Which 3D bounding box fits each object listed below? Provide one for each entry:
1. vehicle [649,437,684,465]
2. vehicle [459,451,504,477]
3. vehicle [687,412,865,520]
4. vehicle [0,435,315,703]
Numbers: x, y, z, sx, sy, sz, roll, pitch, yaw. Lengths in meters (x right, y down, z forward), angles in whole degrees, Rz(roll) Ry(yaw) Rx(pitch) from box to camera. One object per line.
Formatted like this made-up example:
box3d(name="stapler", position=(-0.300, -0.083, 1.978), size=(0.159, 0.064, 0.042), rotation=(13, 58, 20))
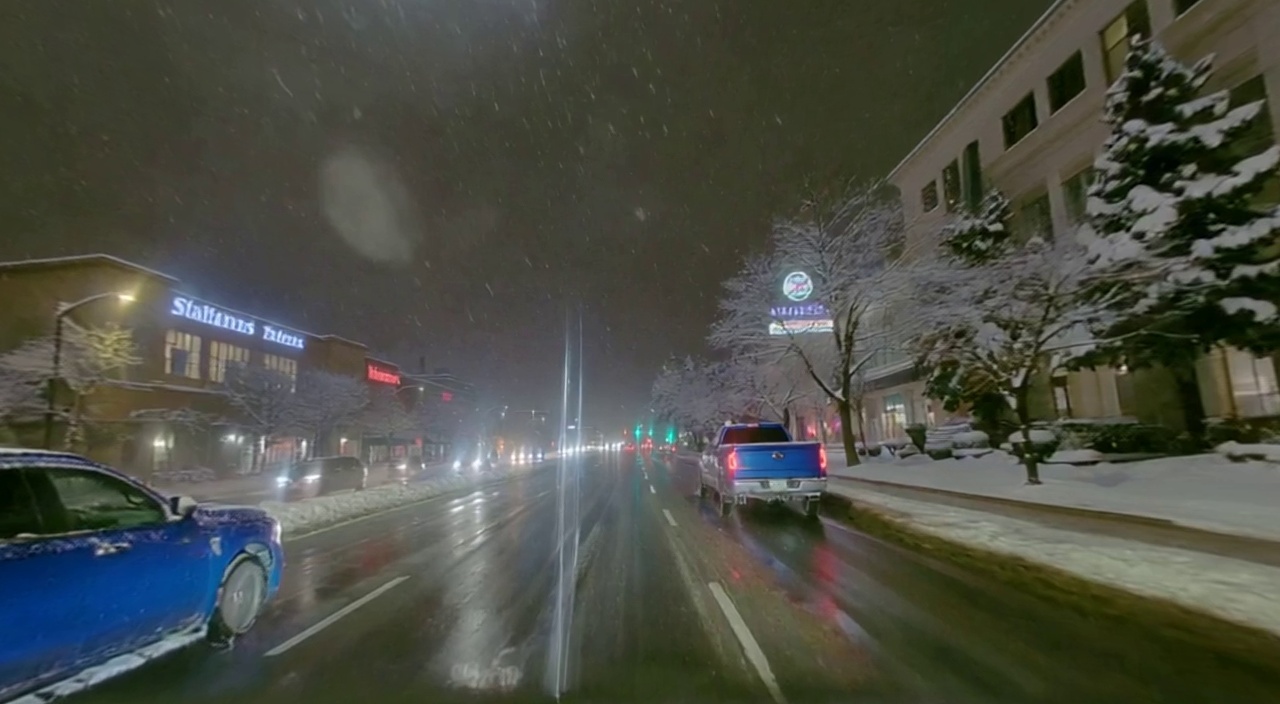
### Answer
box3d(name="vehicle", position=(2.002, 7.786, 49.789), size=(2.502, 2.007, 4.993), rotation=(0, -8, 0))
box3d(name="vehicle", position=(-9.764, 6.911, 39.185), size=(1.780, 1.412, 4.283), rotation=(0, -8, -1))
box3d(name="vehicle", position=(2.682, 2.493, 14.418), size=(2.590, 1.932, 5.776), rotation=(0, -8, -2))
box3d(name="vehicle", position=(-3.440, 1.067, 2.583), size=(1.888, 1.424, 4.553), rotation=(0, -8, -1))
